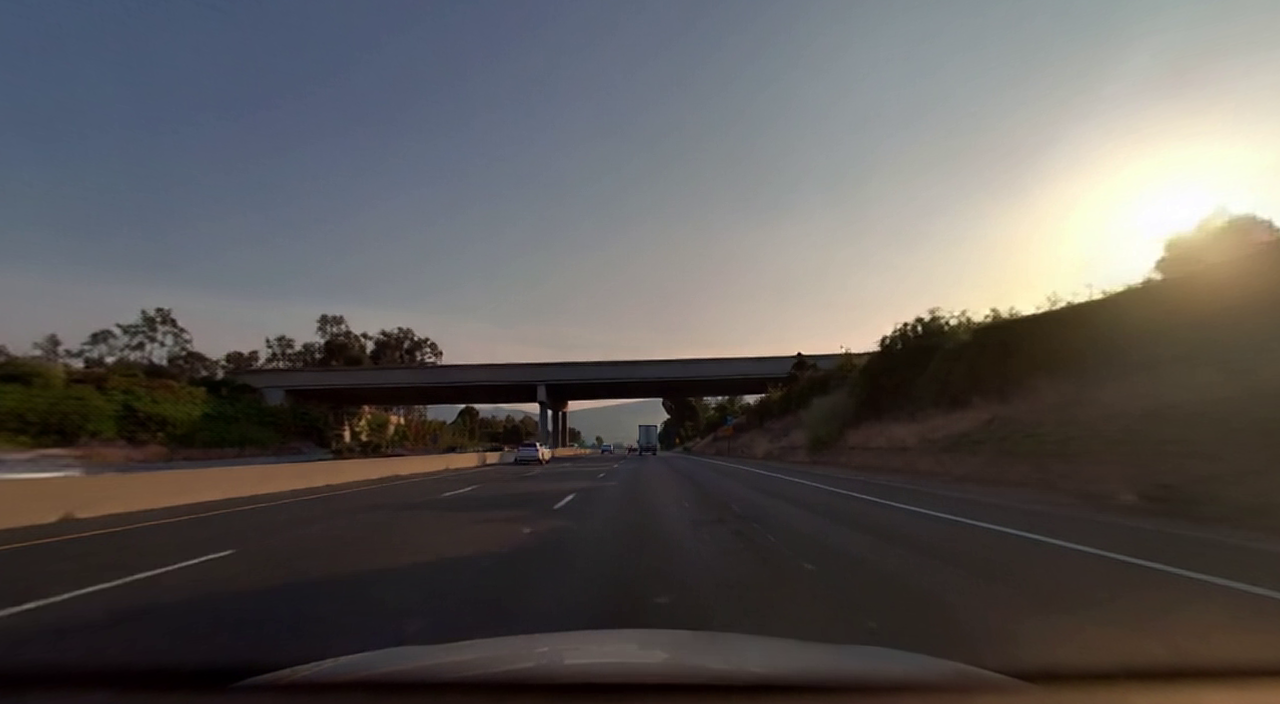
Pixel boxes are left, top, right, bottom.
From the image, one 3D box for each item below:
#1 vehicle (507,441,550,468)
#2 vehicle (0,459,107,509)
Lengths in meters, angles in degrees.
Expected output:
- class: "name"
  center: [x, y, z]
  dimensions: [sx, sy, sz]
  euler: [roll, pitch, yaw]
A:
- class: "vehicle"
  center: [-7.203, 6.662, 41.228]
  dimensions: [1.981, 1.685, 4.171]
  euler: [0, -8, 1]
- class: "vehicle"
  center: [-20.867, 4.408, 21.248]
  dimensions: [1.779, 1.445, 4.509]
  euler: [0, -8, 1]
